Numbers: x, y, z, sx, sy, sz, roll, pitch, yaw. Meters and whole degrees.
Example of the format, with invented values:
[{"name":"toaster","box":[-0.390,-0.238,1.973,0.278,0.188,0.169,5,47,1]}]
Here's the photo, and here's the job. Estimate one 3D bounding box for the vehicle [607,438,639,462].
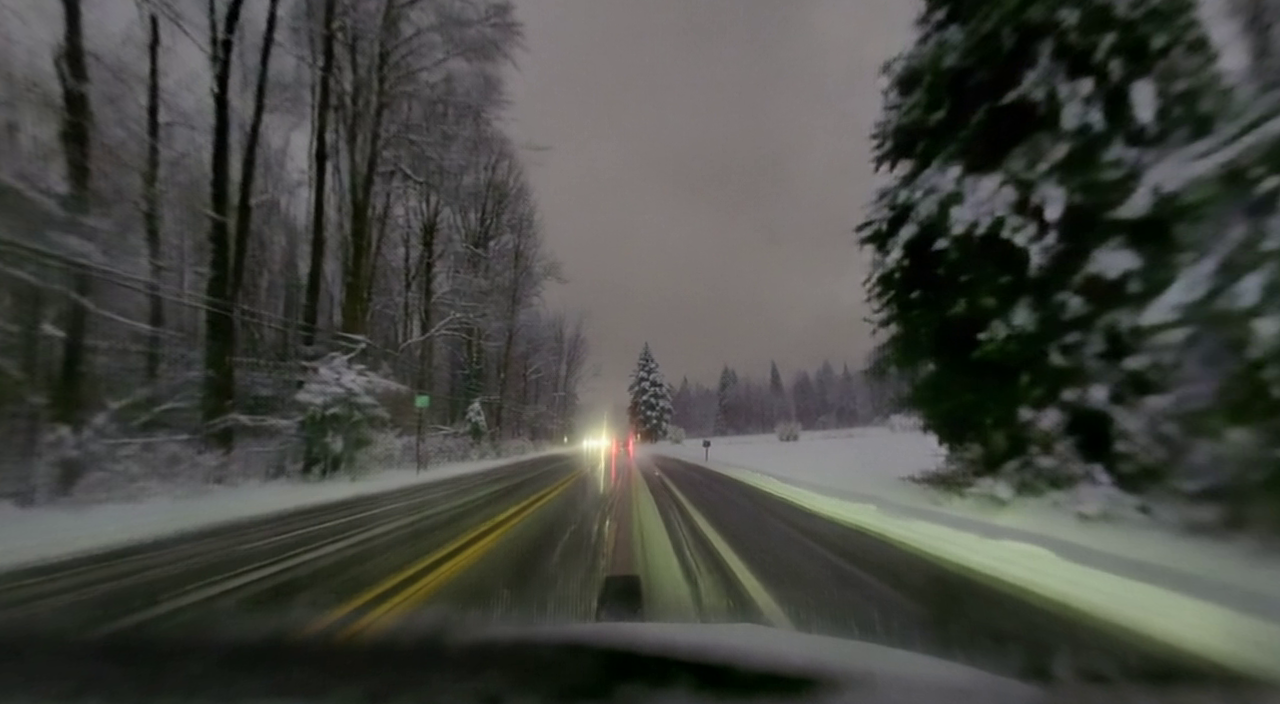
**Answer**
[{"name":"vehicle","box":[-1.158,6.505,41.934,2.042,1.489,3.963,0,-8,-2]}]
